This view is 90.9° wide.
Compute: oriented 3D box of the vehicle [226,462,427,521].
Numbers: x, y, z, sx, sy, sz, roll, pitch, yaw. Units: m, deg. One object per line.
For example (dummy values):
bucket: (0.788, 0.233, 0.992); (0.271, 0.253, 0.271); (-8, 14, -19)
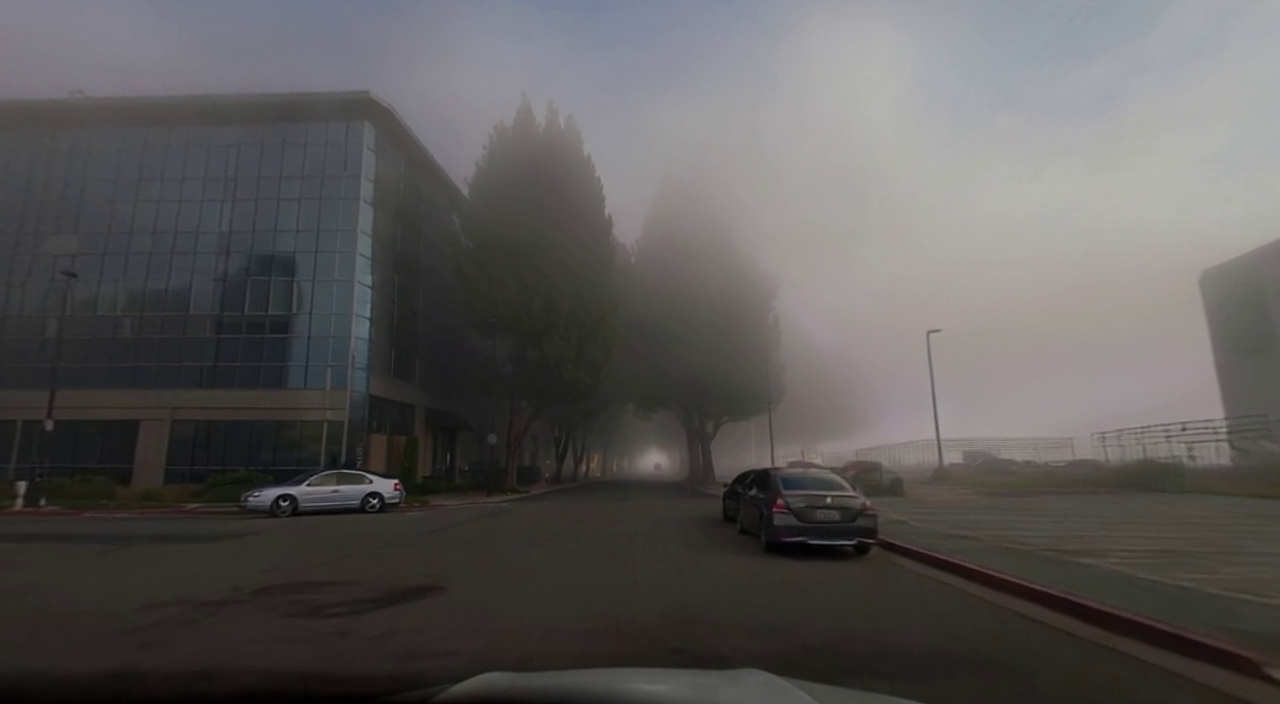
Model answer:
vehicle: (-8.946, 3.969, 18.216); (4.770, 1.448, 1.983); (9, -14, -38)

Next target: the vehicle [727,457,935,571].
vehicle: (2.752, 2.485, 10.193); (2.073, 1.434, 3.899); (1, -11, -1)
